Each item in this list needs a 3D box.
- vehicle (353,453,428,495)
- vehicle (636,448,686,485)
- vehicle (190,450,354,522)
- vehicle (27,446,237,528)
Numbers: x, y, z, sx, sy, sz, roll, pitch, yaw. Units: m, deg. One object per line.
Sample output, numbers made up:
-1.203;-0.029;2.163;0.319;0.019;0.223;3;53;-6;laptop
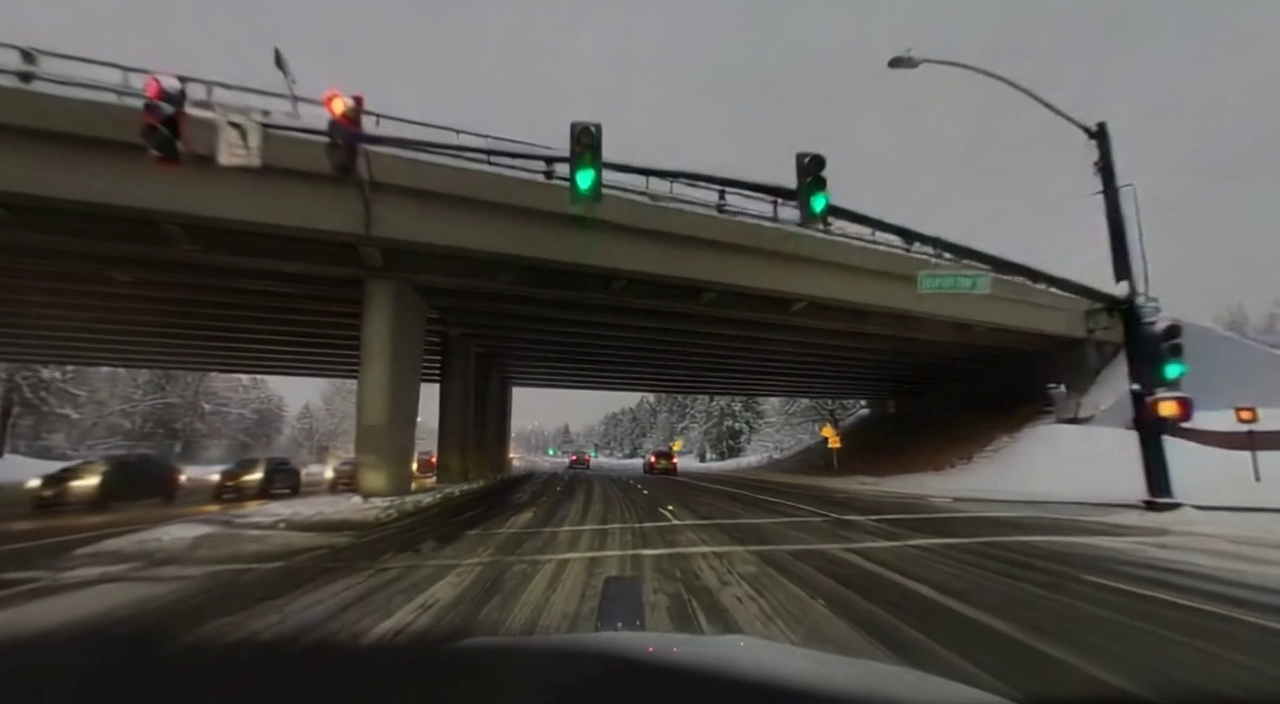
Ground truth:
-10.119;4.928;25.875;1.722;1.519;3.826;0;-9;-4;vehicle
1.007;5.824;32.432;2.024;1.724;3.928;1;-9;-6;vehicle
-9.683;3.502;17.129;1.961;1.492;4.479;0;-7;-3;vehicle
-12.619;3.302;16.197;1.989;1.619;4.612;1;-7;-7;vehicle
